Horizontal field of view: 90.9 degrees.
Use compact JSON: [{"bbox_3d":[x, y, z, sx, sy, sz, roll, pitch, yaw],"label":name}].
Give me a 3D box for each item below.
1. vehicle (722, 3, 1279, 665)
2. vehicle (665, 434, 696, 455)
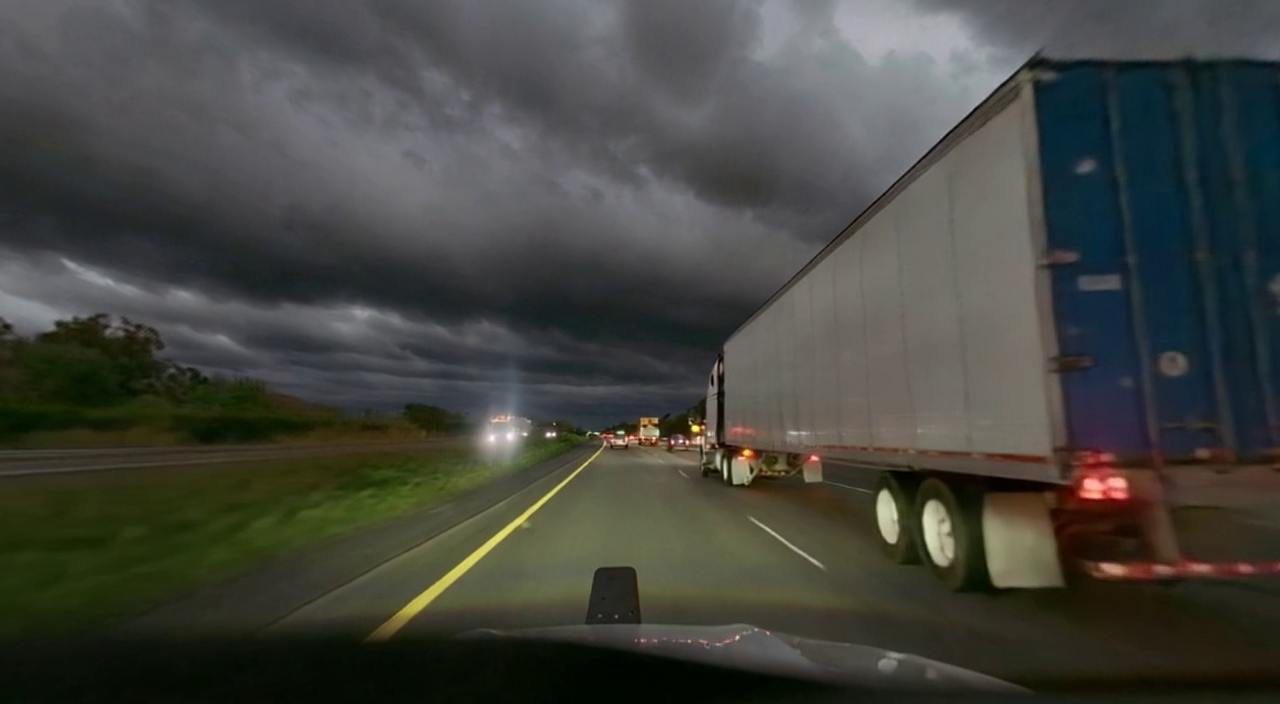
[{"bbox_3d":[4.044,0.669,10.923,2.965,4.033,14.299,0,-7,-1],"label":"vehicle"},{"bbox_3d":[2.943,6.771,46.218,1.813,1.454,4.197,0,-7,-3],"label":"vehicle"}]
